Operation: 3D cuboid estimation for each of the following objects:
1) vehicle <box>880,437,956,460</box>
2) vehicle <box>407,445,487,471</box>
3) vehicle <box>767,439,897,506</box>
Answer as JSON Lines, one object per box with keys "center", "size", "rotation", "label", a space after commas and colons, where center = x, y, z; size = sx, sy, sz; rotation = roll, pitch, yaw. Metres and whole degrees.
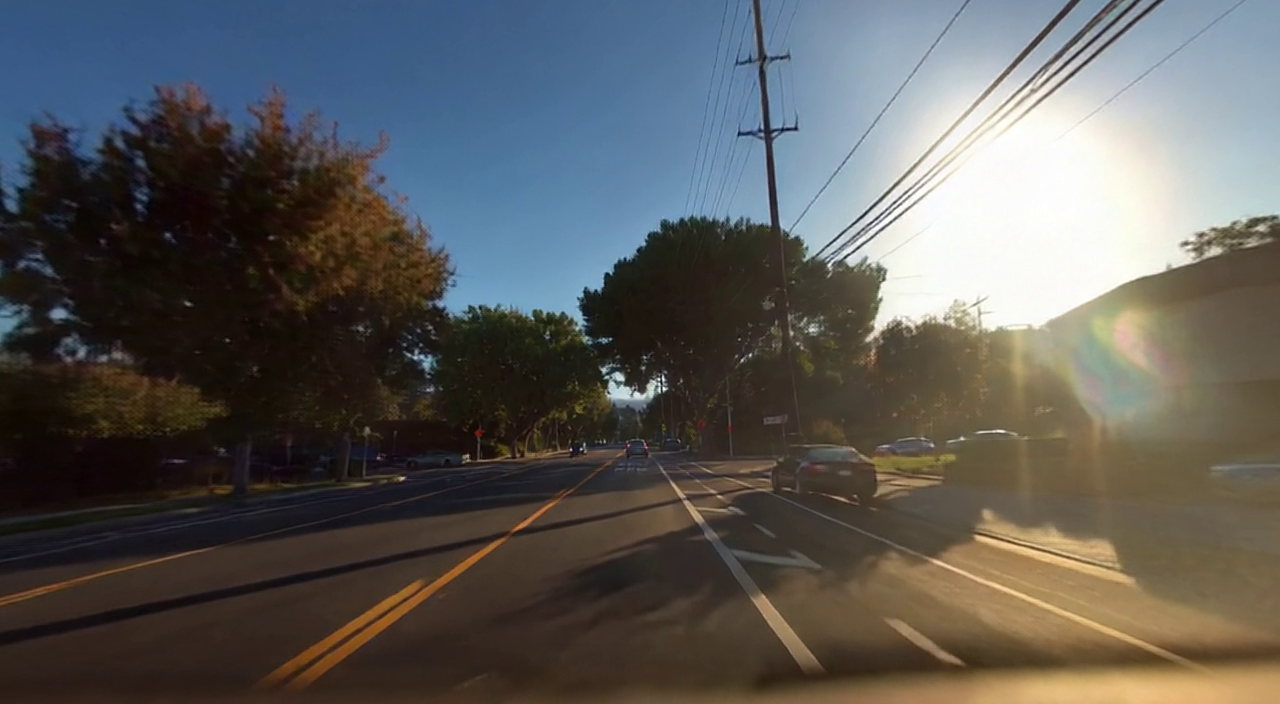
{"center": [18.938, 6.561, 43.130], "size": [4.292, 1.489, 1.895], "rotation": [0, -8, 0], "label": "vehicle"}
{"center": [-14.065, 7.751, 46.265], "size": [5.190, 1.502, 2.085], "rotation": [-4, -8, -1], "label": "vehicle"}
{"center": [4.764, 3.040, 16.456], "size": [1.987, 1.479, 4.562], "rotation": [0, -8, 0], "label": "vehicle"}
